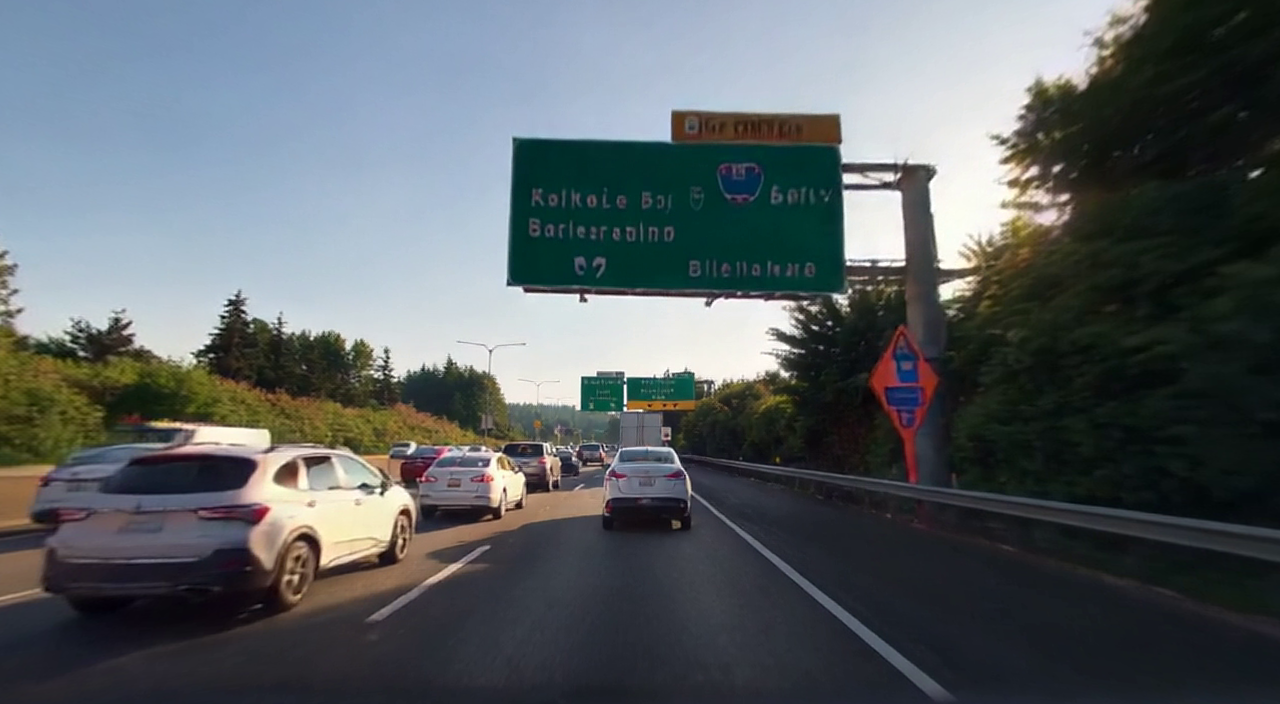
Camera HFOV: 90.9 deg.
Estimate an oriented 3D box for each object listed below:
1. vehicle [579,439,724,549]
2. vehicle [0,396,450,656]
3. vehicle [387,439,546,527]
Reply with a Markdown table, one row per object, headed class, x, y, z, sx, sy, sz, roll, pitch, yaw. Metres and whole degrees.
| class | x | y | z | sx | sy | sz | roll | pitch | yaw |
| --- | --- | --- | --- | --- | --- | --- | --- | --- | --- |
| vehicle | 0.161 | 2.229 | 10.448 | 1.995 | 1.495 | 3.380 | 0 | -9 | 0 |
| vehicle | -3.642 | 1.443 | 6.237 | 2.165 | 1.638 | 4.317 | 0 | -9 | 0 |
| vehicle | -3.308 | 2.602 | 13.049 | 1.980 | 1.491 | 4.340 | 0 | -9 | 1 |
